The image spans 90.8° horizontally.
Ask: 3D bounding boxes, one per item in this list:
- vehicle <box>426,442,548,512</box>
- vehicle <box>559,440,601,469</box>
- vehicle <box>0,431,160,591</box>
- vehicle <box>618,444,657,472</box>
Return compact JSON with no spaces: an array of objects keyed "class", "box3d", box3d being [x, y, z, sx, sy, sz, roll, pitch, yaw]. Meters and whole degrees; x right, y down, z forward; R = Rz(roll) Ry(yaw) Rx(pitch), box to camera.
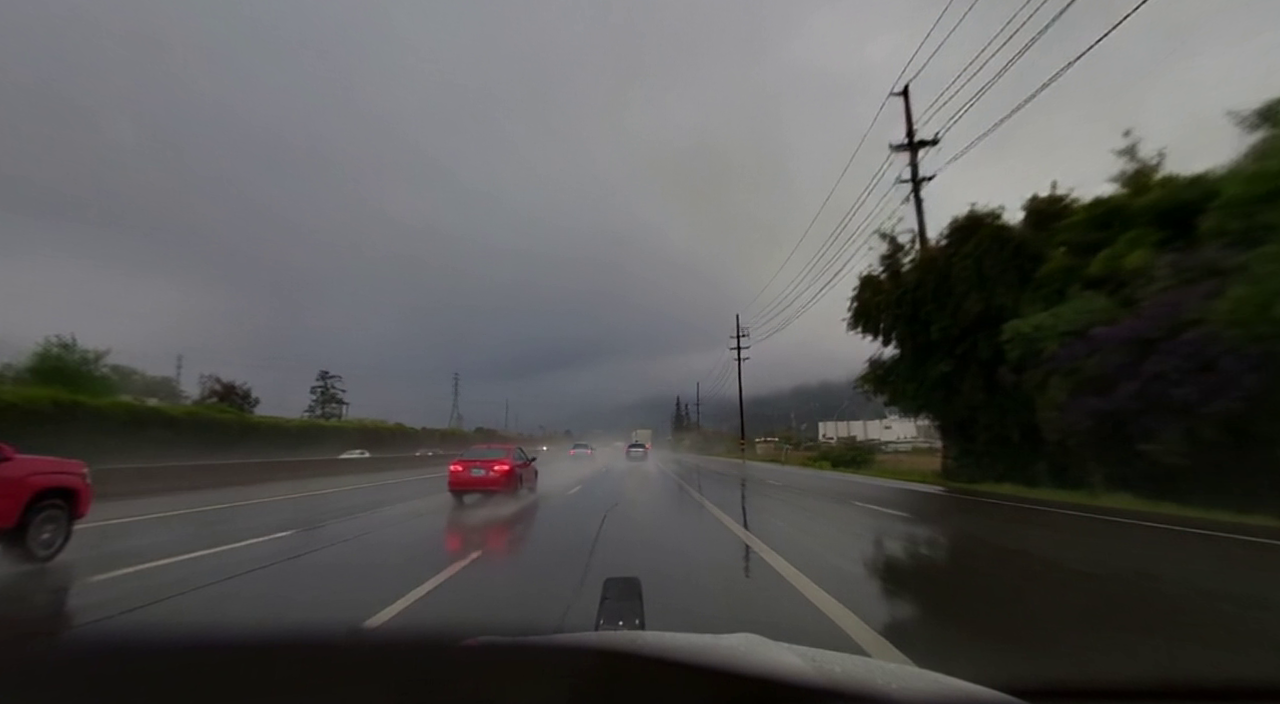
[{"class":"vehicle","box3d":[-3.575,2.976,15.584,1.938,1.444,4.206,0,-8,0]},{"class":"vehicle","box3d":[-3.822,6.602,40.824,2.244,1.752,4.439,0,-8,0]},{"class":"vehicle","box3d":[-7.021,1.433,5.502,1.959,1.496,4.740,0,-8,0]},{"class":"vehicle","box3d":[-0.140,5.857,35.099,2.030,1.471,4.115,0,-8,0]}]
